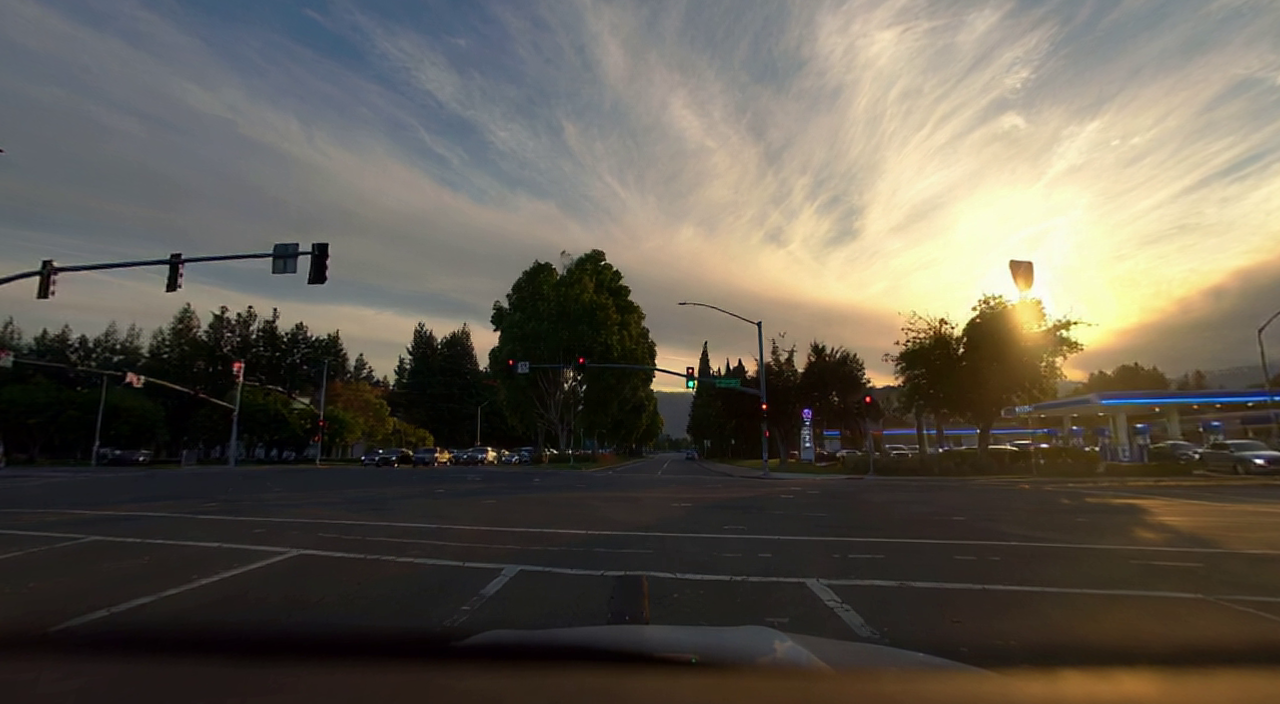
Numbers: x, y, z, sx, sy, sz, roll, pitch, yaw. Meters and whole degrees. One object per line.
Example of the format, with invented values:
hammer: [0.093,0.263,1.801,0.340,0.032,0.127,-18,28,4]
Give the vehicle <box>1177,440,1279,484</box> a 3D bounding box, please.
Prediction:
vehicle: [22.091,3.783,21.841,4.716,1.455,2.060,-3,-9,17]
